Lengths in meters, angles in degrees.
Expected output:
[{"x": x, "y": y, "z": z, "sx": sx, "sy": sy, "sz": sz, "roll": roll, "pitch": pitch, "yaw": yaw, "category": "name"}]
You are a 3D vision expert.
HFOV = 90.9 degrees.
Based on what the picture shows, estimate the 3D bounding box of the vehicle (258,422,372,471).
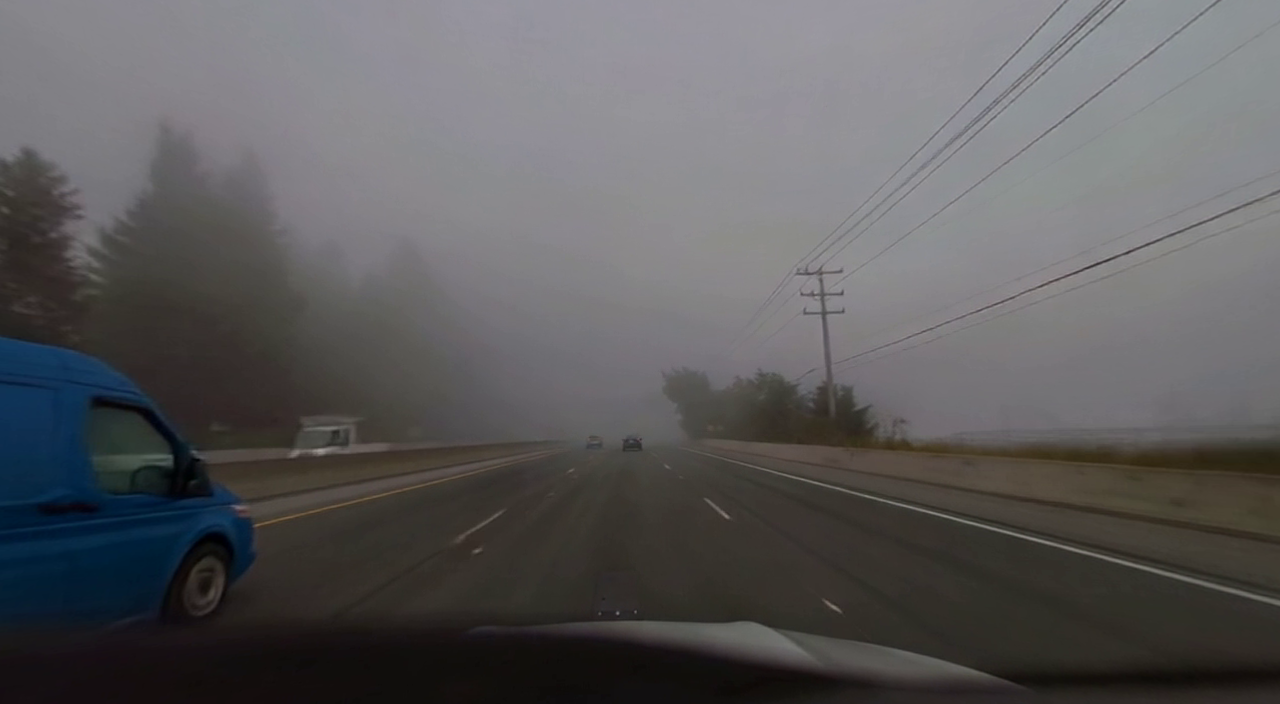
[{"x": -13.475, "y": 3.950, "z": 26.597, "sx": 2.160, "sy": 1.827, "sz": 5.075, "roll": 0, "pitch": -8, "yaw": -1, "category": "vehicle"}]

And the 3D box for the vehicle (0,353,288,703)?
[{"x": -3.979, "y": 0.851, "z": 2.735, "sx": 2.146, "sy": 1.709, "sz": 4.856, "roll": 0, "pitch": -8, "yaw": -1, "category": "vehicle"}]
